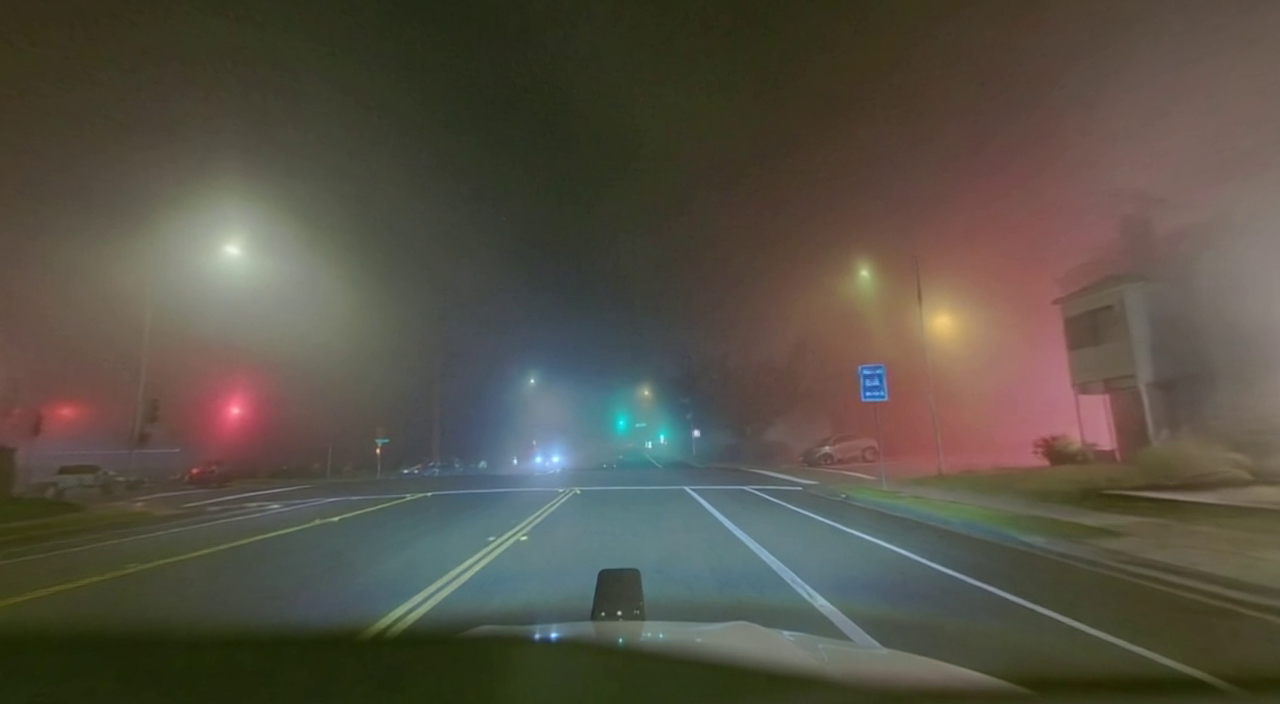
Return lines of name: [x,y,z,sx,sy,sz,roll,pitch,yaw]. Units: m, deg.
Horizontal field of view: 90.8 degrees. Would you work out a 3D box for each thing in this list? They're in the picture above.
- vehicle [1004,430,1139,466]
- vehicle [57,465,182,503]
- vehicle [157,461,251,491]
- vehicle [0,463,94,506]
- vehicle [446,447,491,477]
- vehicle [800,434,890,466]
vehicle: [18.645,4.144,27.473,4.400,1.442,1.970,0,-7,2]
vehicle: [-22.409,5.682,27.310,3.687,1.465,1.855,0,-8,-1]
vehicle: [-25.801,7.323,37.493,4.185,1.550,1.937,-1,-6,3]
vehicle: [-26.946,5.706,27.344,4.711,1.671,2.035,0,-8,0]
vehicle: [-12.636,8.077,46.728,1.949,1.855,4.599,-4,-7,1]
vehicle: [11.672,5.605,36.161,4.406,1.738,2.020,0,-8,0]
